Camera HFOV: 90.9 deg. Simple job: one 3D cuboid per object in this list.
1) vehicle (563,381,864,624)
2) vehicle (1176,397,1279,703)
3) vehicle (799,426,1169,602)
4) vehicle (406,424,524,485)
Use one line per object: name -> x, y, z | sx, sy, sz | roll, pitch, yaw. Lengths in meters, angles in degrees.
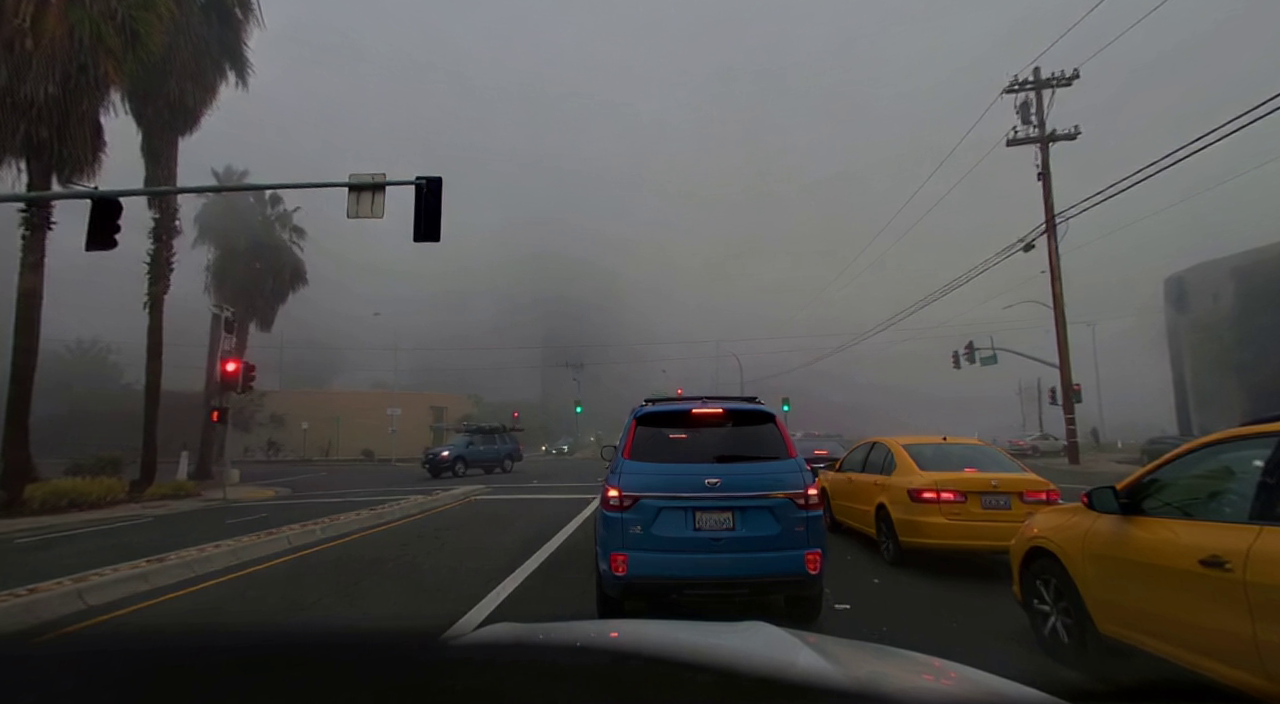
vehicle -> 0.469, 1.430, 6.884 | 2.228, 1.780, 4.269 | 0, -9, -2
vehicle -> 3.359, 0.651, 0.652 | 1.805, 1.485, 4.348 | 0, -9, 1
vehicle -> 3.453, 1.689, 7.504 | 1.895, 1.456, 4.255 | 0, -9, -2
vehicle -> -8.453, 5.032, 31.183 | 2.230, 2.653, 5.869 | -4, -10, 25
